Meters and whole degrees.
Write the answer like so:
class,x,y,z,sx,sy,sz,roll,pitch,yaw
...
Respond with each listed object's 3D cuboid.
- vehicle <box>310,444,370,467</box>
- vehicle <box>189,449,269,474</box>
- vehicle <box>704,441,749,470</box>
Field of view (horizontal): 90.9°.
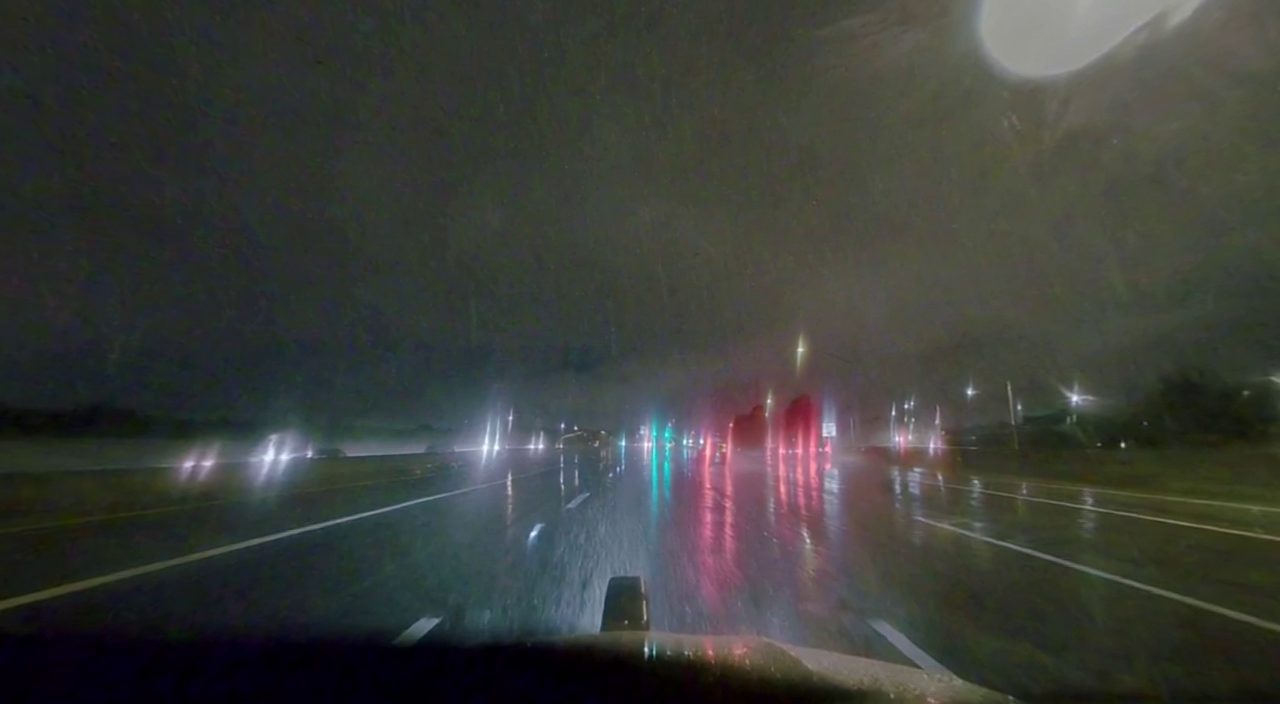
class,x,y,z,sx,sy,sz,roll,pitch,yaw
vehicle,-20.886,7.189,44.101,1.849,1.496,4.578,0,-8,1
vehicle,-25.518,6.806,39.329,1.912,1.445,4.440,0,-8,1
vehicle,4.790,5.788,35.481,1.912,1.478,4.125,0,-8,0
